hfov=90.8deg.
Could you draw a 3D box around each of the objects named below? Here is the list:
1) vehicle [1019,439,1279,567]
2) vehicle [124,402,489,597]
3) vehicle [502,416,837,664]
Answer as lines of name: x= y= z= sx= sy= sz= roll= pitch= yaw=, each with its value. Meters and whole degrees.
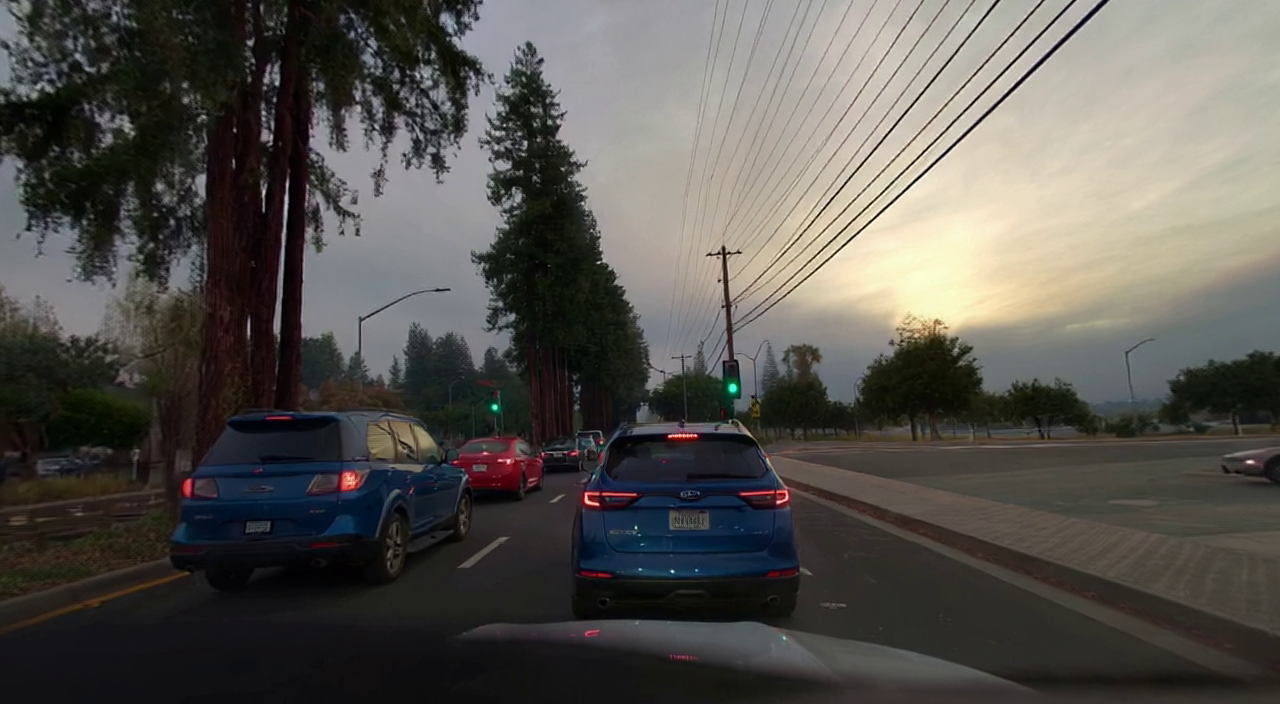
vehicle: x=8.388 y=2.160 z=9.925 sx=1.993 sy=1.508 sz=4.521 roll=0 pitch=-9 yaw=-1
vehicle: x=-3.470 y=1.628 z=7.812 sx=2.105 sy=1.706 sz=4.337 roll=0 pitch=-9 yaw=0
vehicle: x=0.116 y=1.450 z=5.946 sx=2.056 sy=1.487 sz=4.003 roll=0 pitch=-9 yaw=-2
